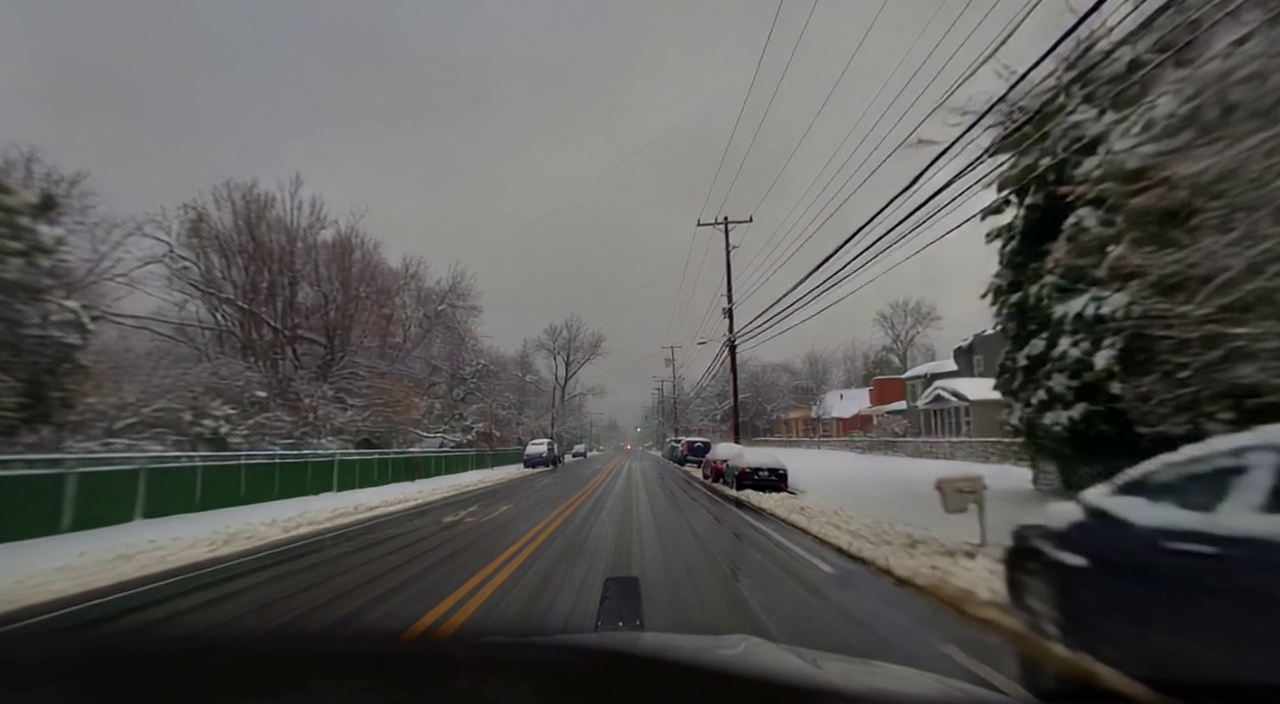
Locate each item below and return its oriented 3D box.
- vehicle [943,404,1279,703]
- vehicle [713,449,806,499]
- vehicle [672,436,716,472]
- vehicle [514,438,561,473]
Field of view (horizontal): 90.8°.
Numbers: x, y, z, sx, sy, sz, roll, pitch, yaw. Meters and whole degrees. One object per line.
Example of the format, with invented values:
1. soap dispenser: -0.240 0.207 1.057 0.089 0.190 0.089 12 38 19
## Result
1. vehicle: 3.544 1.016 2.815 2.029 1.513 4.577 0 -9 -1
2. vehicle: 3.515 3.648 19.365 1.984 1.342 4.066 0 -9 -1
3. vehicle: 3.175 6.188 38.392 2.053 2.005 5.495 0 -9 -1
4. vehicle: -6.805 6.888 42.491 2.268 2.154 5.321 0 -8 0
